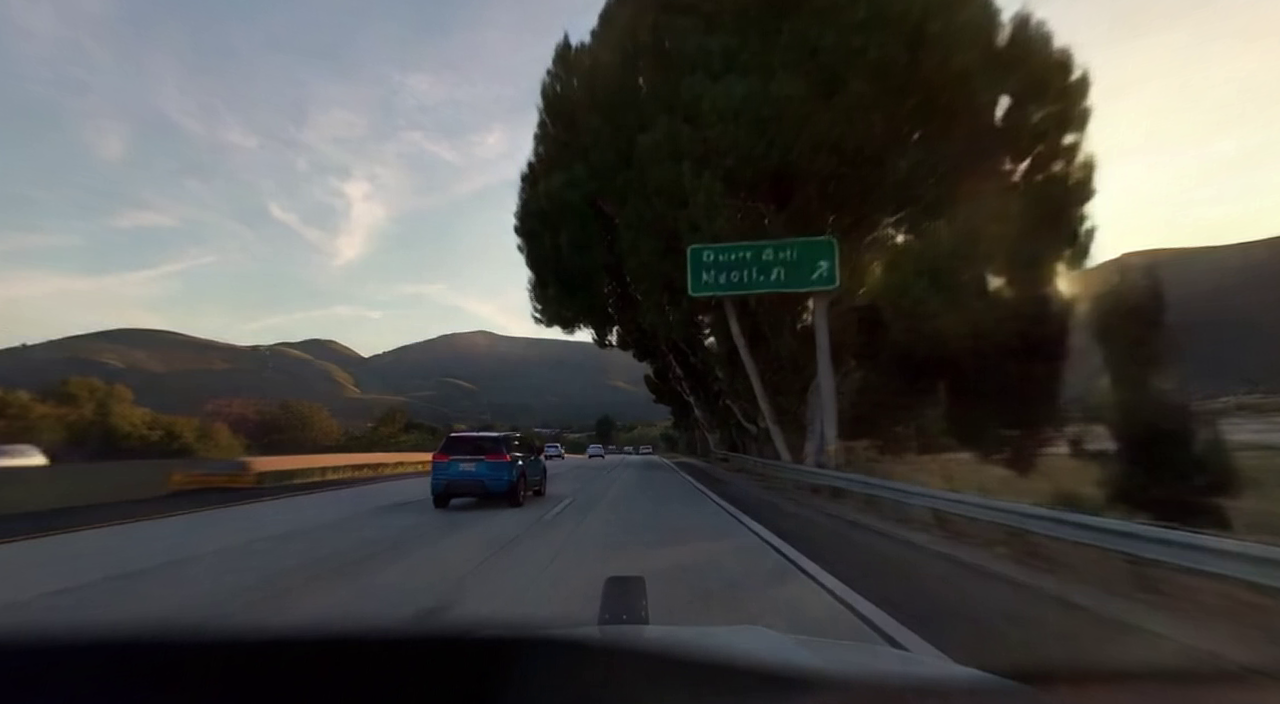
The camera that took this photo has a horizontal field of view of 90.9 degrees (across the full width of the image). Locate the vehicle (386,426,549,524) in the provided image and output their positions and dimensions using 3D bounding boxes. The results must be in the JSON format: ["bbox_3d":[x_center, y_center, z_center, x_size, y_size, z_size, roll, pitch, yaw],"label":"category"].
[{"bbox_3d":[-3.382,2.501,13.422,2.138,1.718,4.415,0,-8,1],"label":"vehicle"}]
